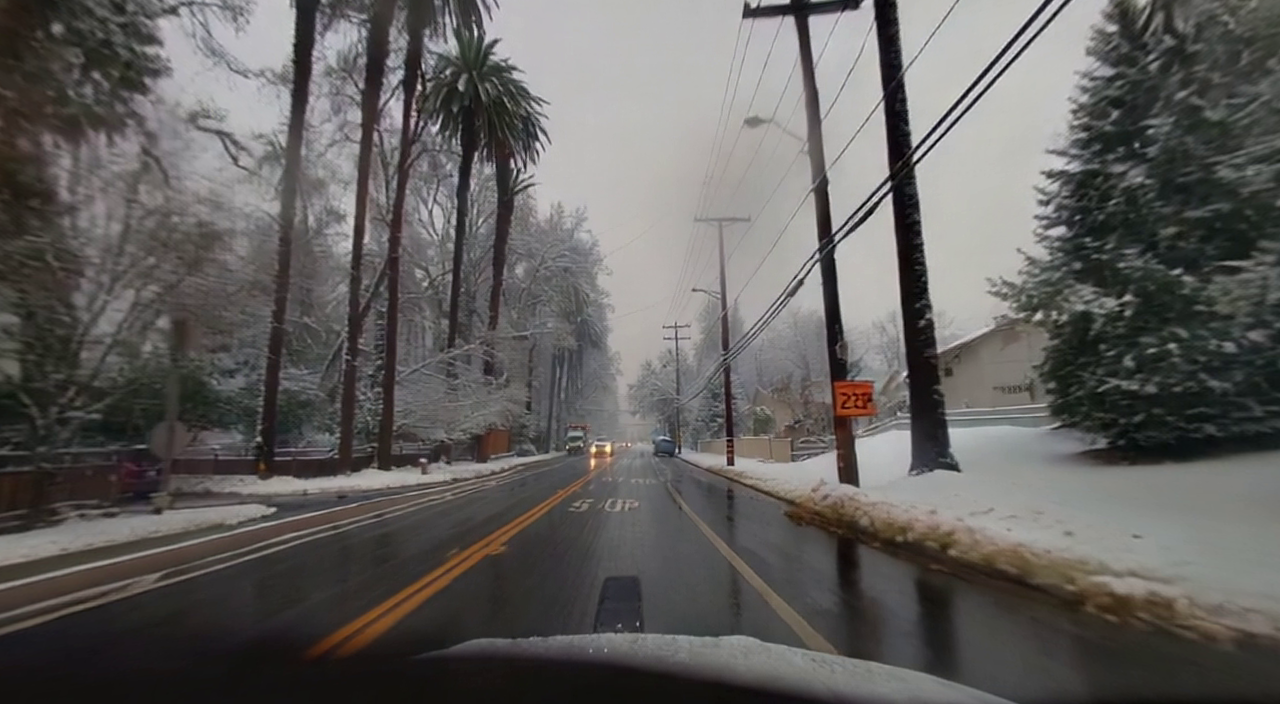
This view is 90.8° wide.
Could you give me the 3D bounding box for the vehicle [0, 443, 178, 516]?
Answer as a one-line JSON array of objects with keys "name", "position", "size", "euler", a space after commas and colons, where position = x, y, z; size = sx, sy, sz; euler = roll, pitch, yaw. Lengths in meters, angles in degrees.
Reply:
[{"name": "vehicle", "position": [-15.385, 3.349, 16.891], "size": [4.454, 1.815, 1.921], "euler": [0, -8, -1]}]
